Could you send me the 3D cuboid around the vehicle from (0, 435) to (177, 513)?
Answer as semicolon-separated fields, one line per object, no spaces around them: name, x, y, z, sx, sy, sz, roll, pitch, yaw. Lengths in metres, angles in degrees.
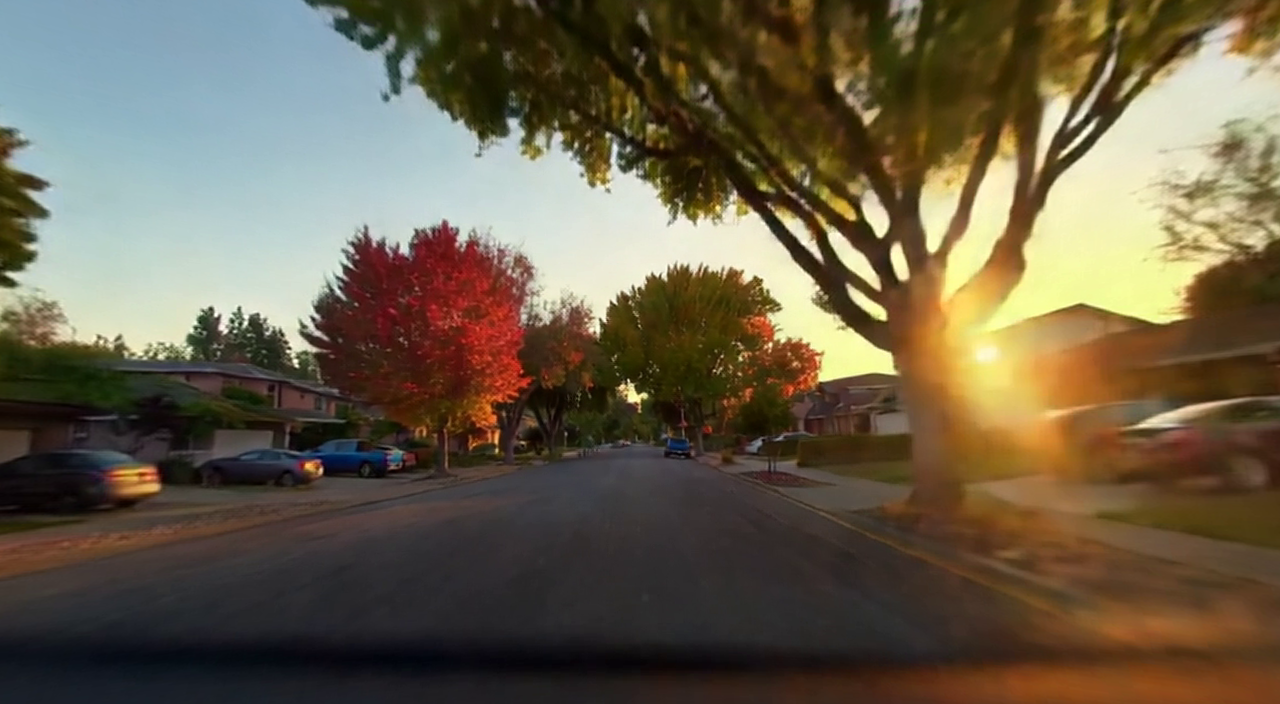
vehicle;-13.773;2.811;15.054;1.982;1.596;3.988;-2;-9;11

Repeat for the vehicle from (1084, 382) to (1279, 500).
vehicle;10.671;1.406;10.608;4.582;1.680;2.223;-4;-9;4

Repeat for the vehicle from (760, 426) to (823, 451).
vehicle;10.871;6.230;45.613;4.069;1.680;2.156;0;-7;2

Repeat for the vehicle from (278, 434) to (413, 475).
vehicle;-13.899;4.881;30.079;5.286;1.847;2.166;0;-8;1

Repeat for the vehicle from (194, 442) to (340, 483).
vehicle;-14.150;4.209;24.170;4.285;1.483;1.954;0;-8;-1
